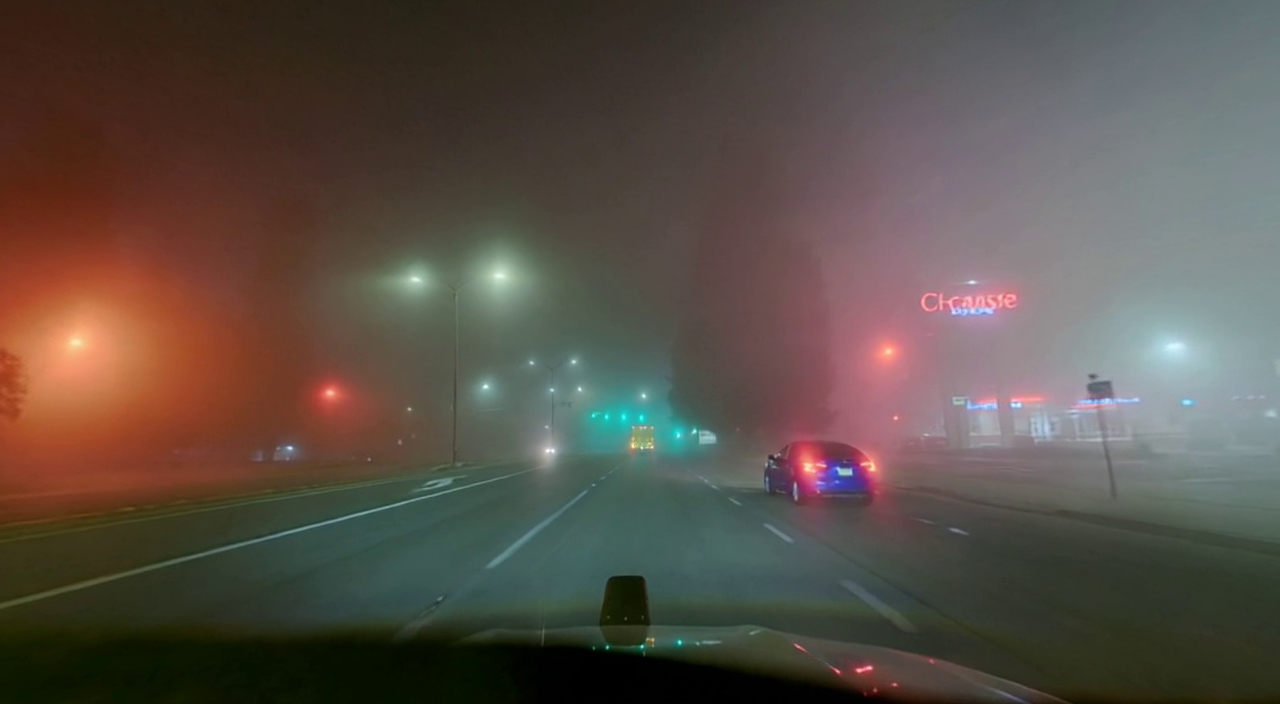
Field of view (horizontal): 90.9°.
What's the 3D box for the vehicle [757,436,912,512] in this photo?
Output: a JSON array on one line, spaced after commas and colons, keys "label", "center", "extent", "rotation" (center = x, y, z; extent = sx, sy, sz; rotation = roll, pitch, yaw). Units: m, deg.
[{"label": "vehicle", "center": [4.217, 2.716, 14.608], "extent": [2.005, 1.442, 4.675], "rotation": [0, -8, -1]}]
